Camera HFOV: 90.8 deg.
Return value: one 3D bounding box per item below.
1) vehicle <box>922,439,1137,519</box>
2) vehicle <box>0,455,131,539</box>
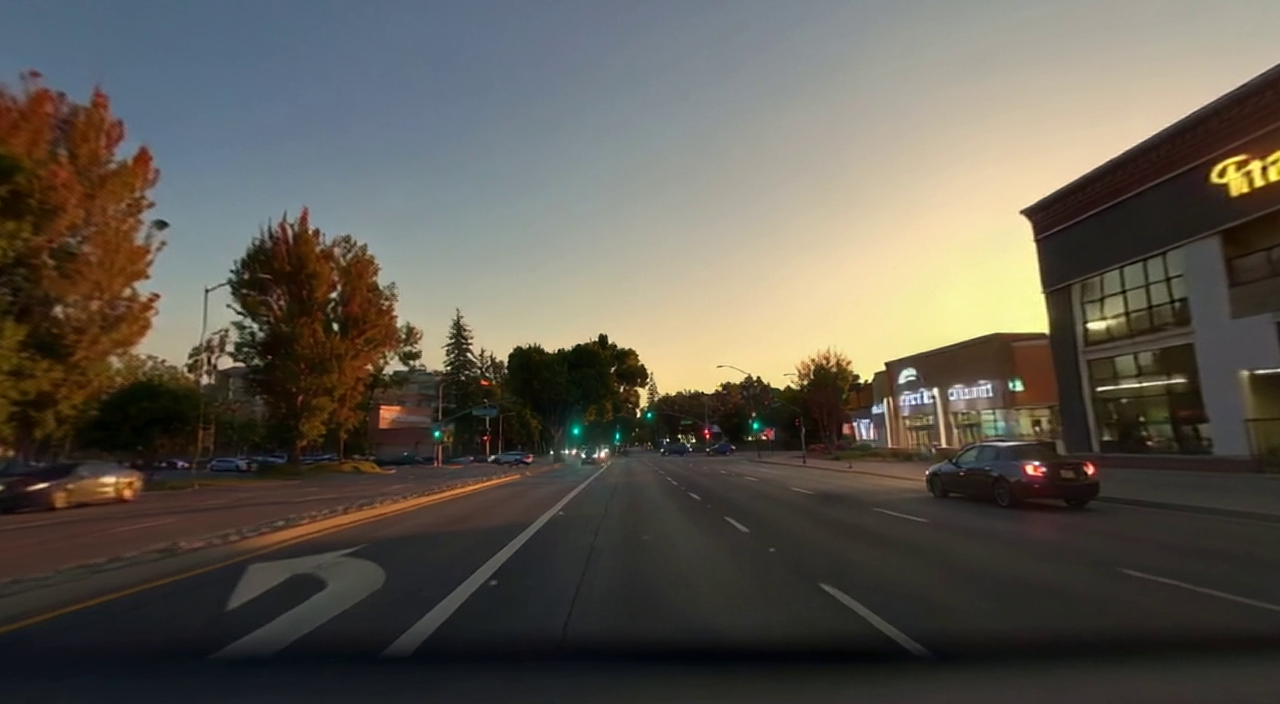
[{"bbox_3d":[8.193,2.676,13.880,1.936,1.460,4.258,0,-8,-1],"label":"vehicle"},{"bbox_3d":[-12.851,3.133,14.344,1.857,1.494,4.523,6,-11,-38],"label":"vehicle"}]
